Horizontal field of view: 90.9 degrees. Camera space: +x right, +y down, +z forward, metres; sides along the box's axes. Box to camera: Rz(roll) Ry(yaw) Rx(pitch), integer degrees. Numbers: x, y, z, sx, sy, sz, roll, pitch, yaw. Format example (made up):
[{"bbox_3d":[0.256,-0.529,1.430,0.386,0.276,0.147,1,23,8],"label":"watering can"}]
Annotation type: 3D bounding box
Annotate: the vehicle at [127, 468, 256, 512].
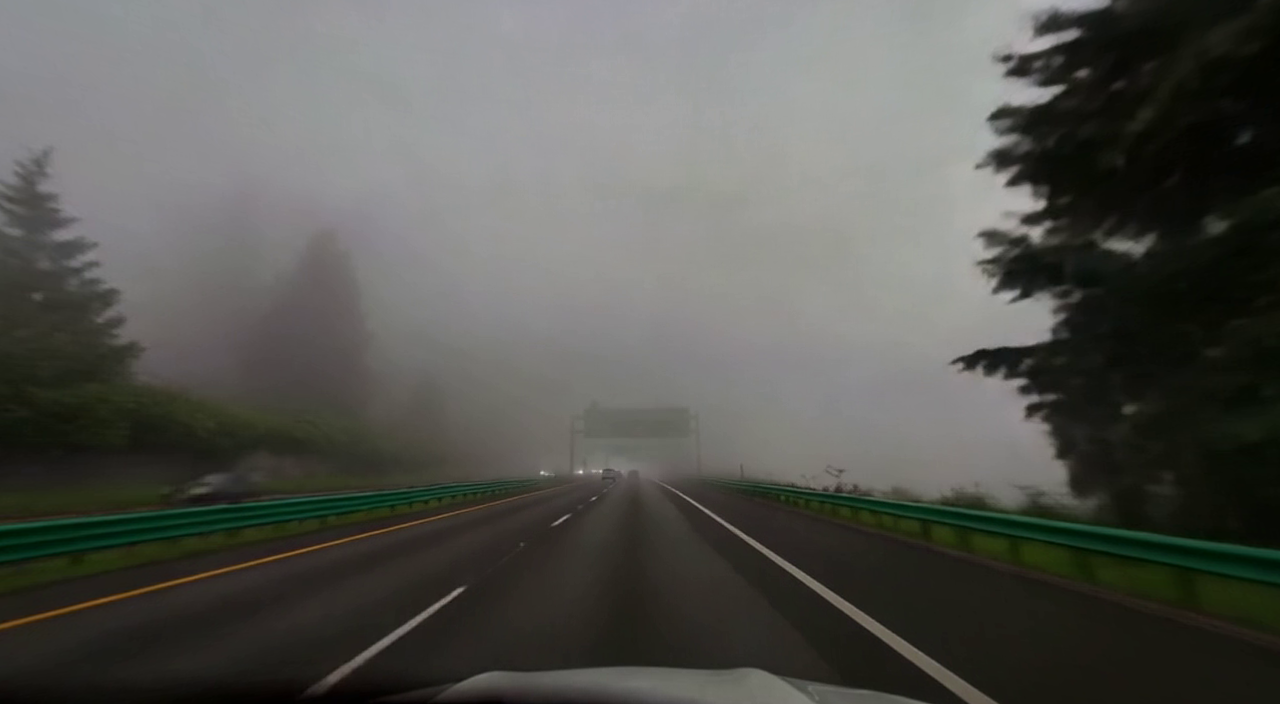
[{"bbox_3d":[-16.431,5.062,23.352,1.807,1.428,3.938,1,-11,0],"label":"vehicle"}]
